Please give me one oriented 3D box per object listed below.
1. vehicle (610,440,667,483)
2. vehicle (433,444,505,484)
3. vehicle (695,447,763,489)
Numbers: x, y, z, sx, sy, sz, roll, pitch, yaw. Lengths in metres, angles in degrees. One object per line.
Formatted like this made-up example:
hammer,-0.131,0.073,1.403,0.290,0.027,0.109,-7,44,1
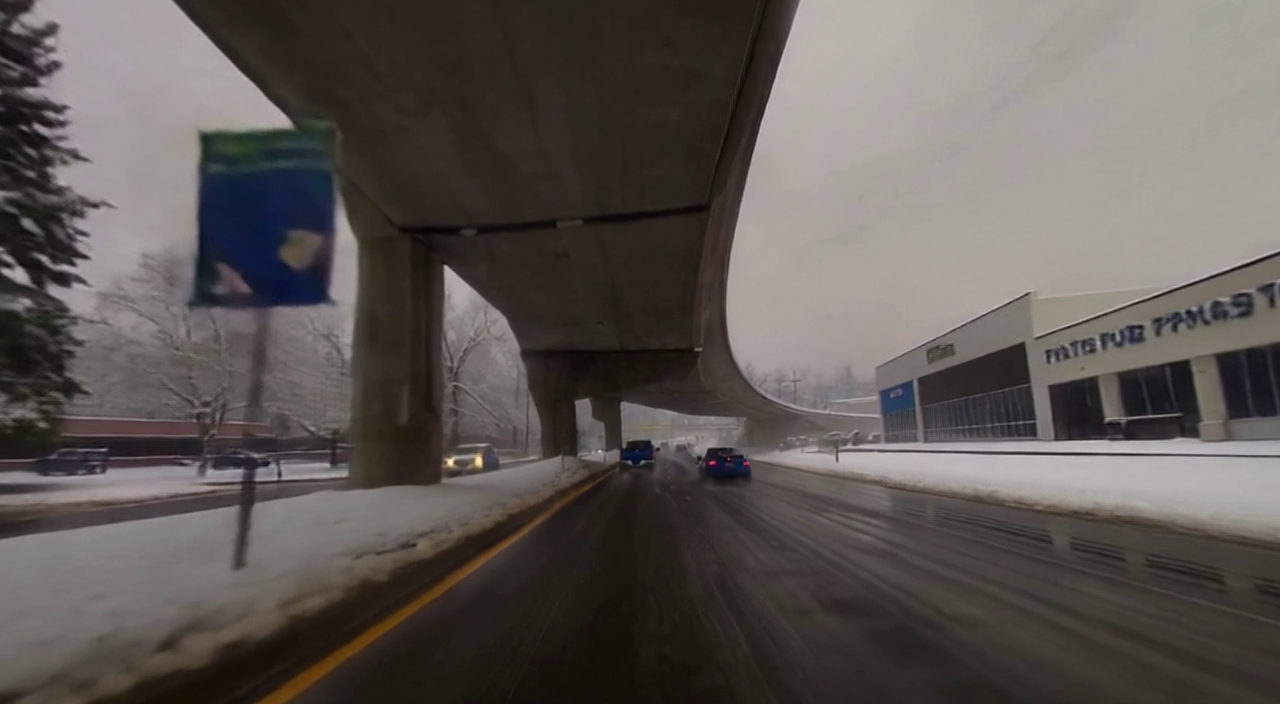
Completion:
vehicle,-0.017,5.001,28.952,2.441,1.813,4.581,0,-9,1
vehicle,-8.353,5.502,31.284,2.137,1.811,4.549,-1,-9,2
vehicle,3.384,4.509,24.800,1.954,1.479,4.557,0,-9,-1
